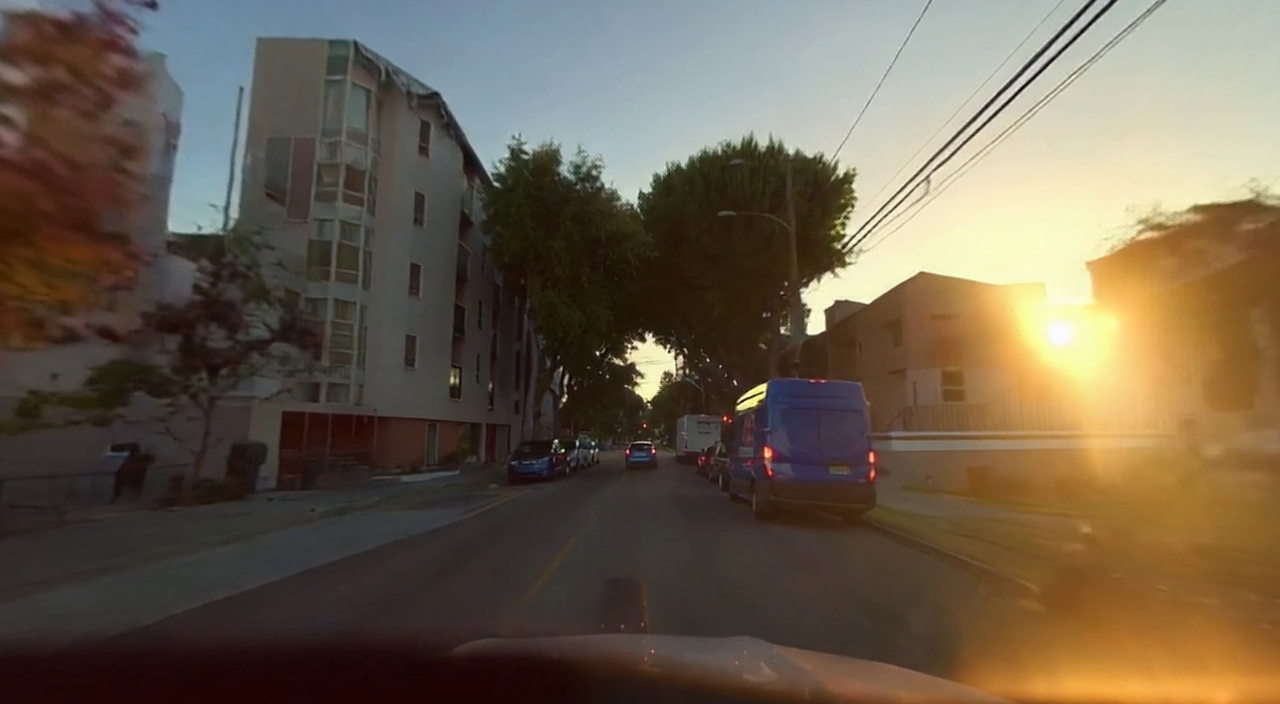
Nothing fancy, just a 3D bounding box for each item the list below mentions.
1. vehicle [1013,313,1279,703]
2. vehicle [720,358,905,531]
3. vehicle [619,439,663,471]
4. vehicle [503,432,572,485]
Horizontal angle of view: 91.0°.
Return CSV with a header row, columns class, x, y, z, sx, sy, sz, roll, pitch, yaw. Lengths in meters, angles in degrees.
class,x,y,z,sx,sy,sz,roll,pitch,yaw
vehicle,2.842,0.613,0.749,2.045,1.728,4.446,0,-8,0
vehicle,3.204,1.922,13.323,2.245,2.843,5.762,0,-8,0
vehicle,0.087,5.096,31.310,2.095,1.510,3.605,0,-8,1
vehicle,-3.910,4.088,24.705,1.951,1.662,4.046,0,-4,1
